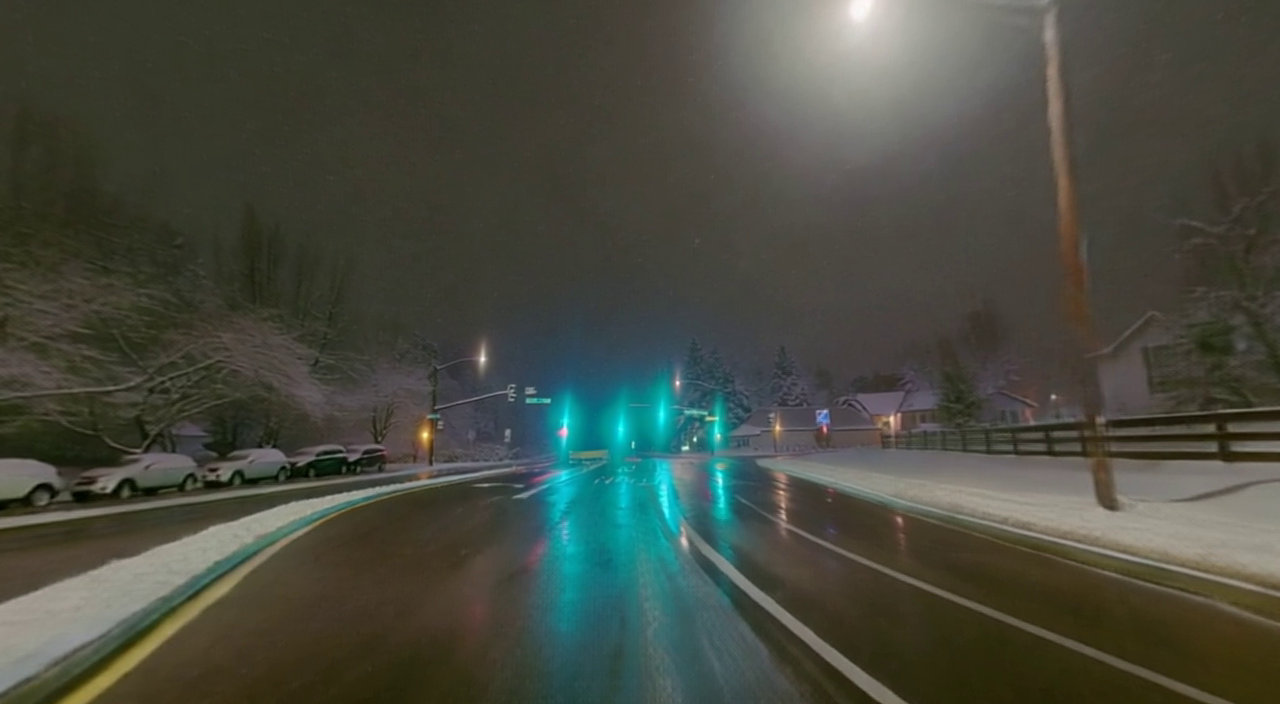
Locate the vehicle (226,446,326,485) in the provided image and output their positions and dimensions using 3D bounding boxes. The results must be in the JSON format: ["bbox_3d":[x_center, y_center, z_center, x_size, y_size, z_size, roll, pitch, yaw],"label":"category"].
[{"bbox_3d":[-18.974,5.879,33.146,2.148,1.856,4.632,-1,-8,5],"label":"vehicle"}]

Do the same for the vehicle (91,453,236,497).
[{"bbox_3d":[-19.402,4.991,26.018,1.883,1.506,4.863,0,-8,5],"label":"vehicle"}]

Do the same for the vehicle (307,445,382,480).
[{"bbox_3d":[-18.224,6.812,39.112,2.050,1.697,4.838,-4,-6,5],"label":"vehicle"}]
